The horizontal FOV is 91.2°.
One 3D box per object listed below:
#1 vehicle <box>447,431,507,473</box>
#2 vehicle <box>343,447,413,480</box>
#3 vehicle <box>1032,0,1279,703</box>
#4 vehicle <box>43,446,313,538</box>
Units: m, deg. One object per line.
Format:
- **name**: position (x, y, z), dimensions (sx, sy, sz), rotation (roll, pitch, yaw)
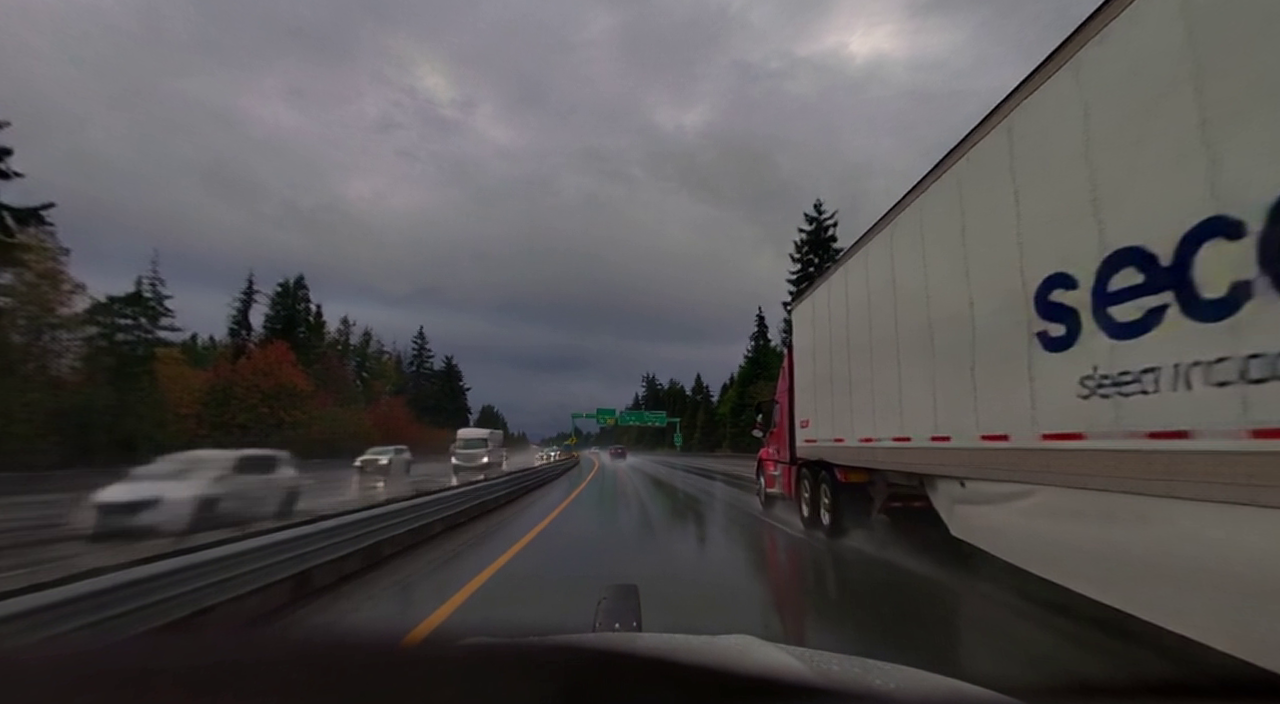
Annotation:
- **vehicle**: position (-10.587, 6.555, 41.367), dimensions (2.491, 2.522, 5.985), rotation (0, -9, -2)
- **vehicle**: position (-13.775, 5.868, 33.189), dimensions (1.957, 1.613, 4.051), rotation (0, -9, 0)
- **vehicle**: position (4.519, -0.658, 0.495), dimensions (2.892, 3.928, 8.380), rotation (1, -9, 0)
- **vehicle**: position (-9.099, 2.751, 13.061), dimensions (2.095, 1.529, 4.706), rotation (0, -9, -1)
